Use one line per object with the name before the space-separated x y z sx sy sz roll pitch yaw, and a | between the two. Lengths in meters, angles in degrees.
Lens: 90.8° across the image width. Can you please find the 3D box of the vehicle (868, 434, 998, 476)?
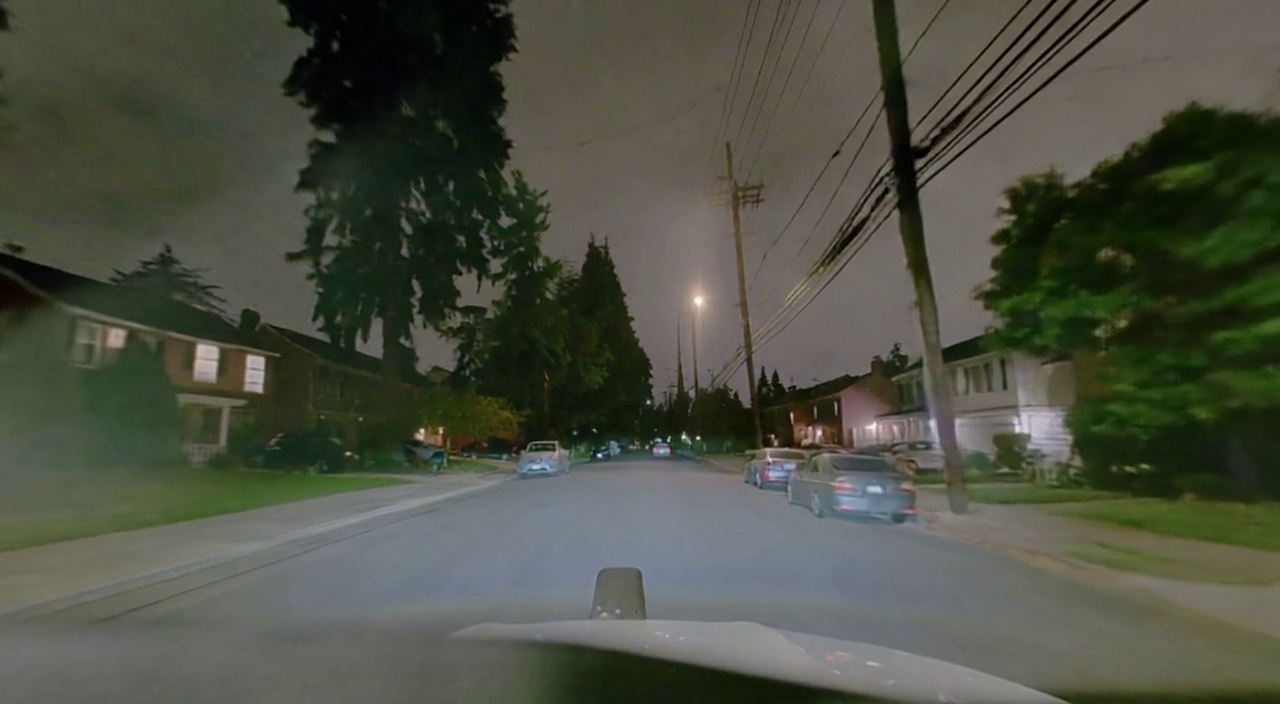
vehicle | 12.540 4.446 27.306 4.583 1.709 1.977 -1 -9 5

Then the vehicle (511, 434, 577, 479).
vehicle | -4.271 4.709 28.945 2.164 1.810 5.044 1 -8 1

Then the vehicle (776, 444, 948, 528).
vehicle | 4.416 2.700 13.420 2.031 1.471 4.328 0 -9 -1

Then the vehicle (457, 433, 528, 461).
vehicle | -11.433 7.416 49.264 4.962 1.866 2.075 3 -9 -1

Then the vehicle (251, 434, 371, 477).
vehicle | -13.938 4.355 26.717 4.702 1.675 1.984 -4 -9 26
